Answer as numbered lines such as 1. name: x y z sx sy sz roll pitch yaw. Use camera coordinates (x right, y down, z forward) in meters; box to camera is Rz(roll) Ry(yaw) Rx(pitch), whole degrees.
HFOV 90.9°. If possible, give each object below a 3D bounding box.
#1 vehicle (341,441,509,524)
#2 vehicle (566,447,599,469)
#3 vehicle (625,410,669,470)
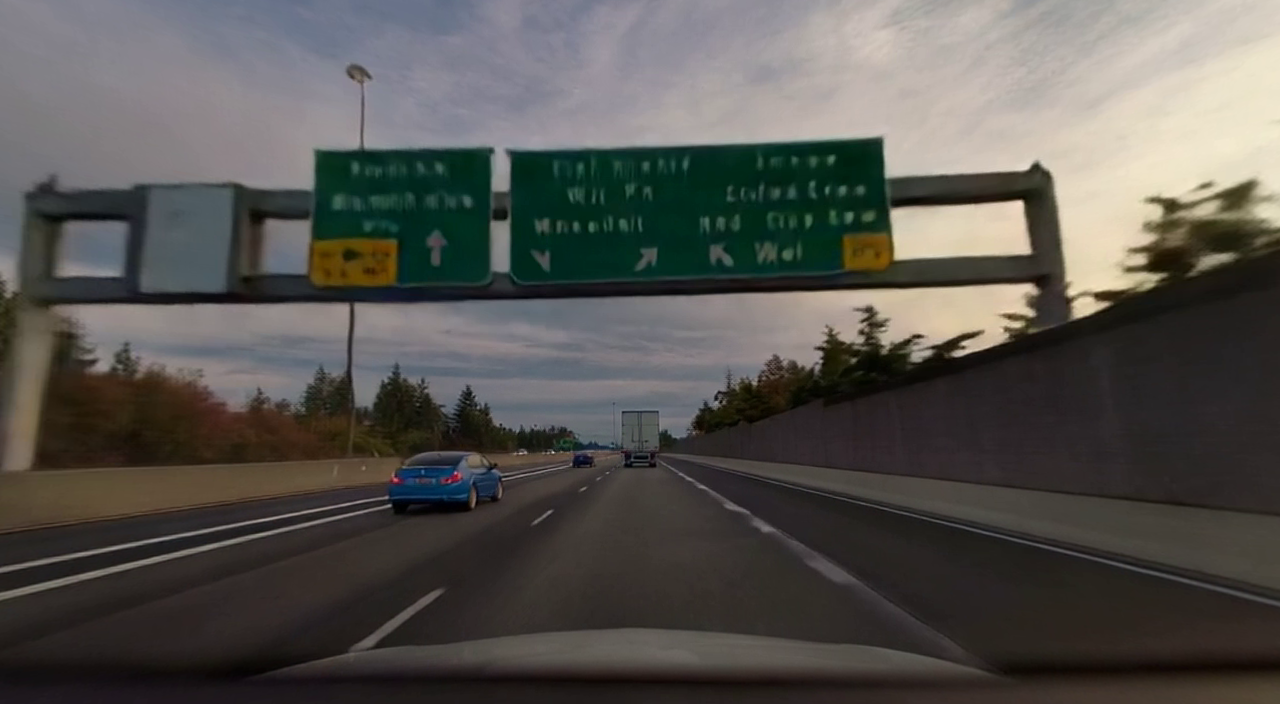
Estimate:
1. vehicle: -4.377 2.723 13.771 1.977 1.478 4.702 0 -9 0
2. vehicle: -4.091 7.648 45.568 1.974 1.531 4.429 0 -9 0
3. vehicle: 0.517 6.764 47.888 2.980 4.051 10.359 0 -9 0
